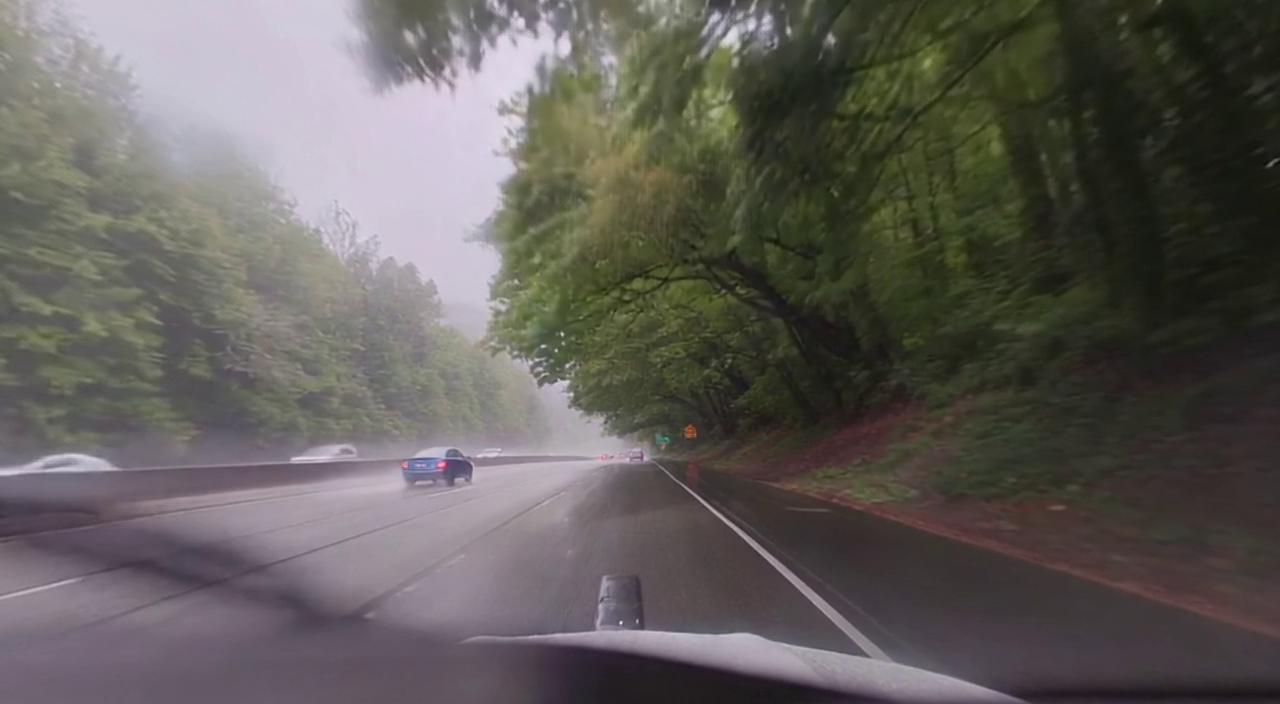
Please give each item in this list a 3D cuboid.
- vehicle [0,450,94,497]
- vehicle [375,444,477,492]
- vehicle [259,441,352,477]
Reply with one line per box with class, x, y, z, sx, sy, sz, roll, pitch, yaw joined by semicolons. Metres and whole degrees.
vehicle;-25.614;4.833;25.234;2.320;1.776;5.706;0;-9;1
vehicle;-7.706;4.198;23.210;2.094;1.579;4.655;0;-9;0
vehicle;-18.065;5.774;34.365;2.055;1.803;5.315;0;-9;1
